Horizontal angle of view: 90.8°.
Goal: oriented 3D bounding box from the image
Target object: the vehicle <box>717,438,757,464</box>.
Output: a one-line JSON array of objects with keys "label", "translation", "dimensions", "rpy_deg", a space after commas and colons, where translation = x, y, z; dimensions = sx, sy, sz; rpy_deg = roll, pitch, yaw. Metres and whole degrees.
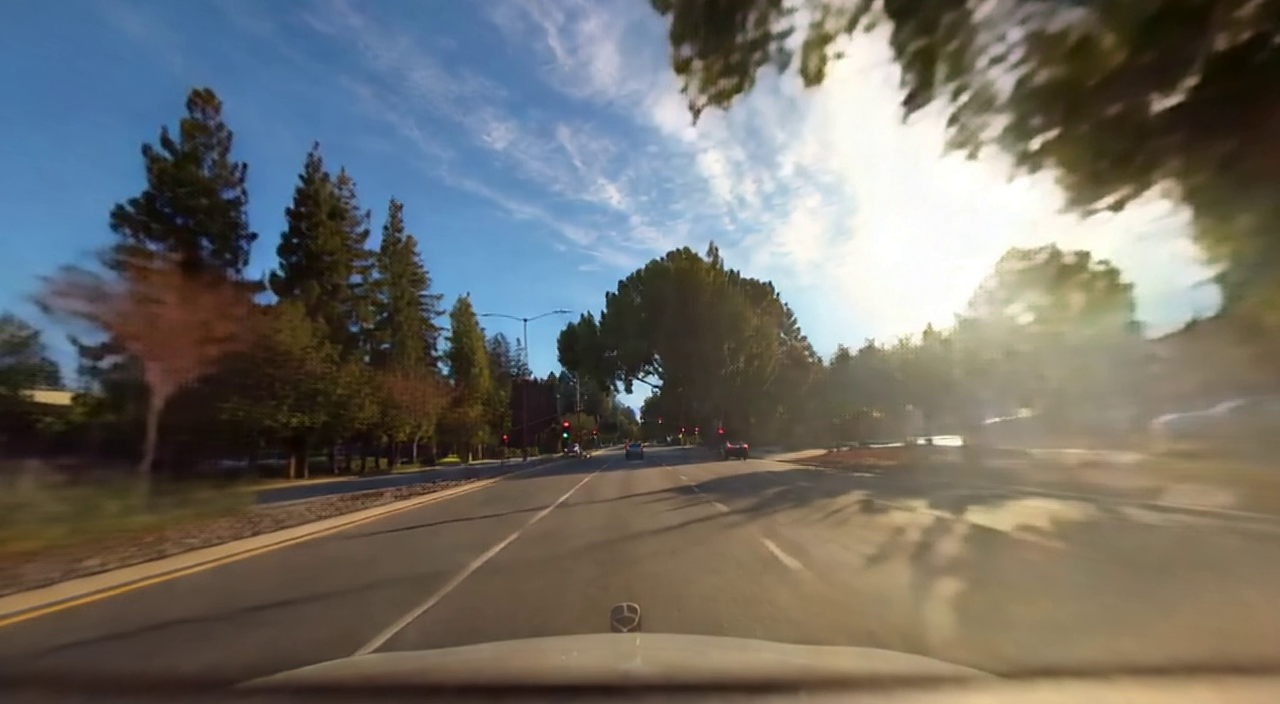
[{"label": "vehicle", "translation": [6.767, 7.005, 44.668], "dimensions": [2.011, 1.710, 4.357], "rpy_deg": [0, -9, -1]}]
